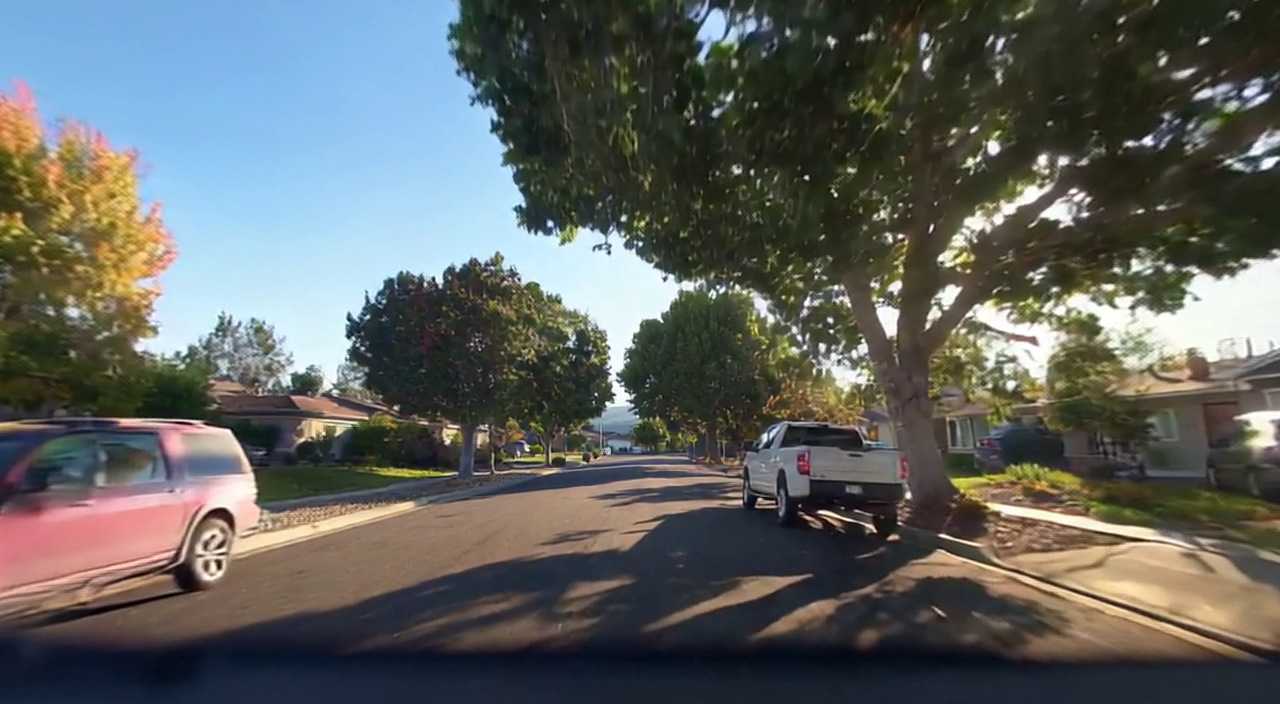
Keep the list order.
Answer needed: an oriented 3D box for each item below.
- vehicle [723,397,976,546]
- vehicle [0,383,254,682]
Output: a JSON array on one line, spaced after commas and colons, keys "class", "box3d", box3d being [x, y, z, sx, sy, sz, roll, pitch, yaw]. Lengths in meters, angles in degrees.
[{"class": "vehicle", "box3d": [3.622, 2.350, 13.221, 2.789, 2.206, 7.420, 0, -9, 0]}, {"class": "vehicle", "box3d": [-5.039, 1.182, 4.300, 2.075, 1.837, 4.945, 0, -7, -6]}]
